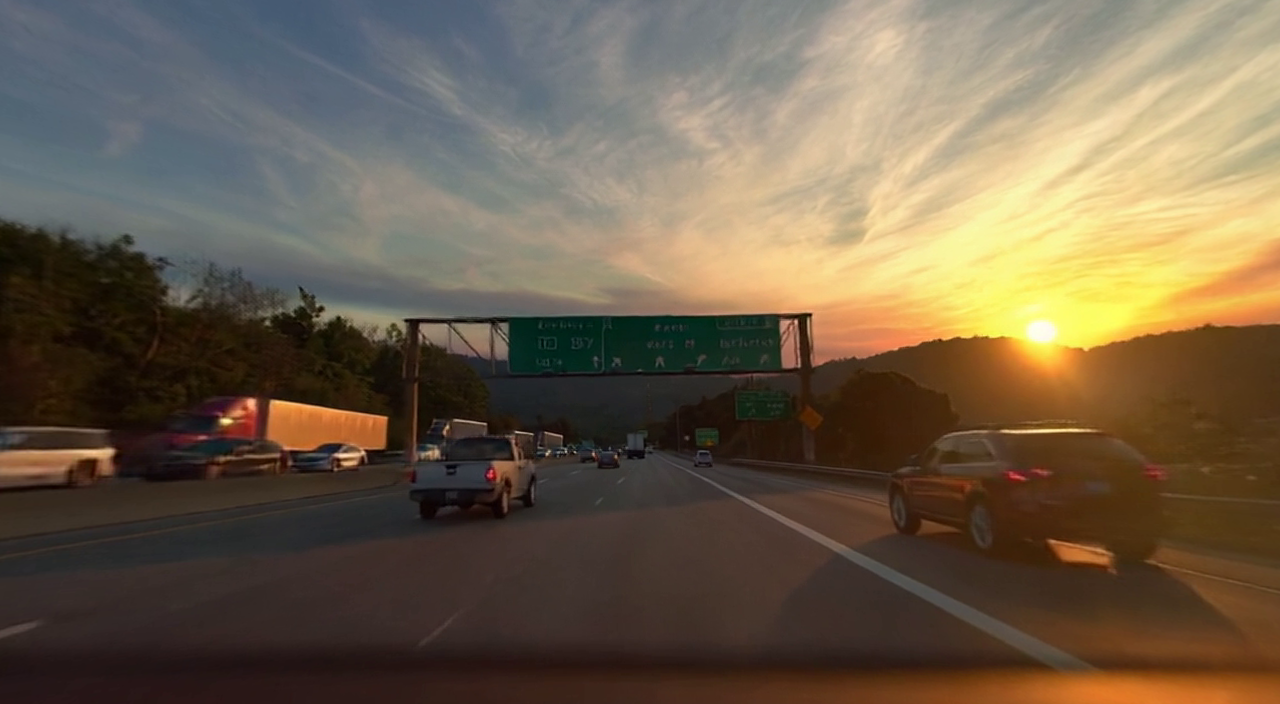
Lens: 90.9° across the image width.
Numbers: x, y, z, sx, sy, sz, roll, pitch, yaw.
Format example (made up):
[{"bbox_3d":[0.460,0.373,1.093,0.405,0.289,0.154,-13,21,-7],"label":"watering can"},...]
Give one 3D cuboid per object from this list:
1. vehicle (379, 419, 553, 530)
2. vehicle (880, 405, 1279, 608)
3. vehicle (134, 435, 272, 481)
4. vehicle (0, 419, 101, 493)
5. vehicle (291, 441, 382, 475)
[{"bbox_3d":[-3.426,2.573,13.740,2.220,1.928,5.176,0,-9,1],"label":"vehicle"},{"bbox_3d":[4.848,1.657,7.607,2.080,1.725,4.252,0,-9,-2],"label":"vehicle"},{"bbox_3d":[-14.588,3.571,21.337,1.860,1.424,3.811,0,-9,1],"label":"vehicle"},{"bbox_3d":[-14.166,2.139,13.185,1.874,1.513,4.268,2,-10,1],"label":"vehicle"},{"bbox_3d":[-13.663,4.789,28.635,1.951,1.428,4.206,0,-9,1],"label":"vehicle"}]
